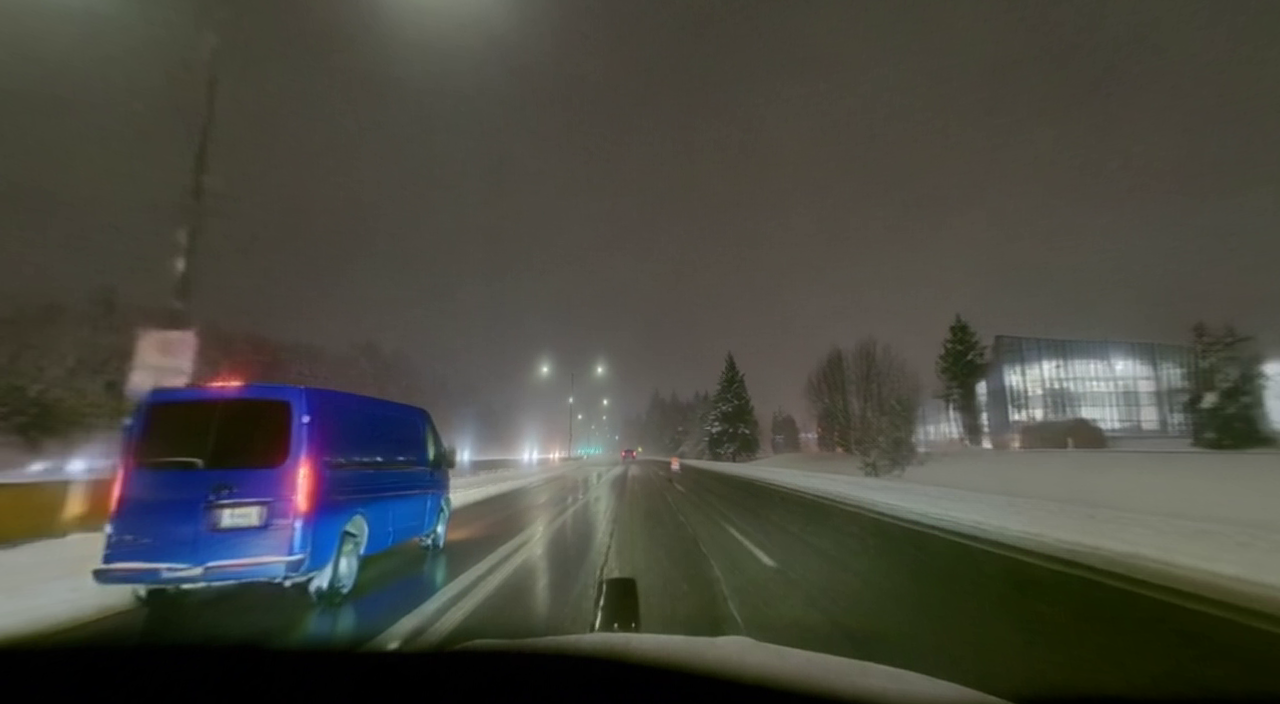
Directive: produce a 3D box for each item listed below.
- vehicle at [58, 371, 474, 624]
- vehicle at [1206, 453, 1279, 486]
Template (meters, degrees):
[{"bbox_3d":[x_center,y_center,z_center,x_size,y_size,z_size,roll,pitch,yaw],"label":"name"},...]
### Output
[{"bbox_3d":[-3.524,1.478,7.274,2.046,1.982,4.465,0,-9,-1],"label":"vehicle"},{"bbox_3d":[30.028,5.681,30.349,3.860,1.433,1.875,3,-10,-2],"label":"vehicle"}]
